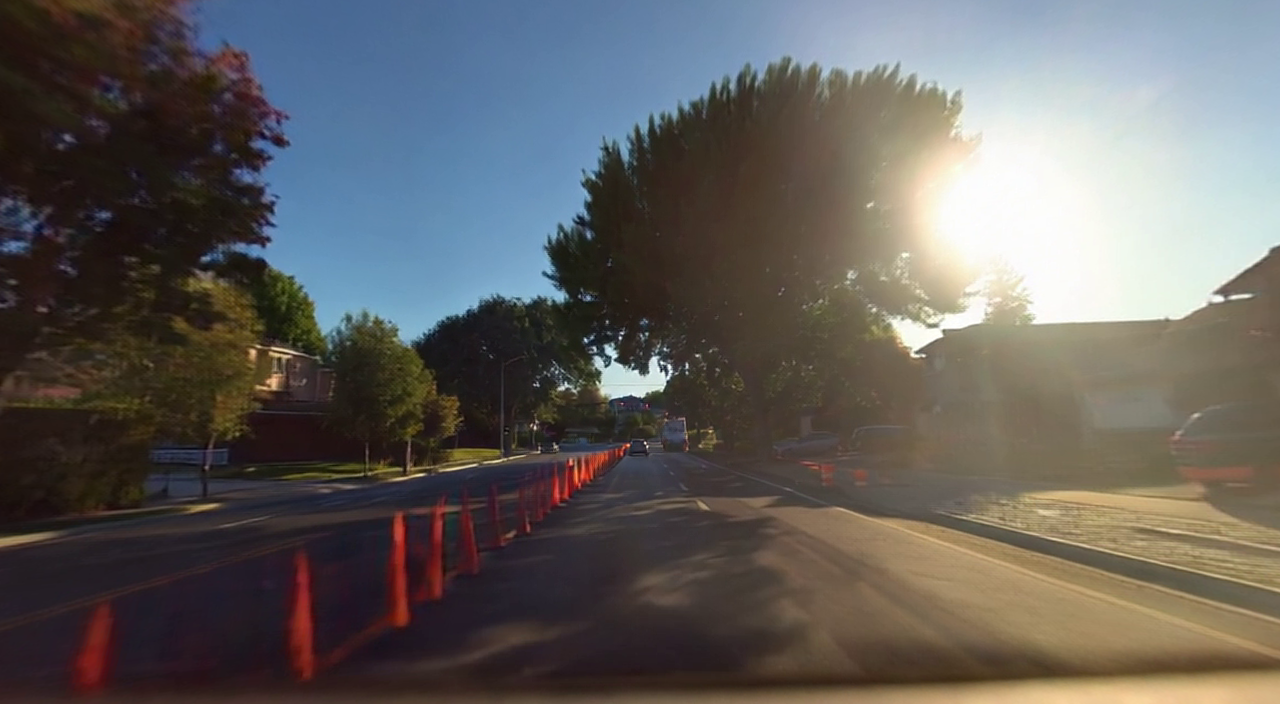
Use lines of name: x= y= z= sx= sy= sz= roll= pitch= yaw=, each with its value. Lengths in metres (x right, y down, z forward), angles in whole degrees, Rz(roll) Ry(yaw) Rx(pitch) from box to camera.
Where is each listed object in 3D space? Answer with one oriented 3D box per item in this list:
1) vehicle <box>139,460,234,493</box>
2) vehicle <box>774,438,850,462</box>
vehicle: x=-23.542 y=6.448 z=32.921 sx=1.952 sy=1.511 sz=4.147 roll=0 pitch=-9 yaw=-2
vehicle: x=11.000 y=6.324 z=40.517 sx=4.463 sy=1.466 sz=1.813 roll=-1 pitch=-9 yaw=5
